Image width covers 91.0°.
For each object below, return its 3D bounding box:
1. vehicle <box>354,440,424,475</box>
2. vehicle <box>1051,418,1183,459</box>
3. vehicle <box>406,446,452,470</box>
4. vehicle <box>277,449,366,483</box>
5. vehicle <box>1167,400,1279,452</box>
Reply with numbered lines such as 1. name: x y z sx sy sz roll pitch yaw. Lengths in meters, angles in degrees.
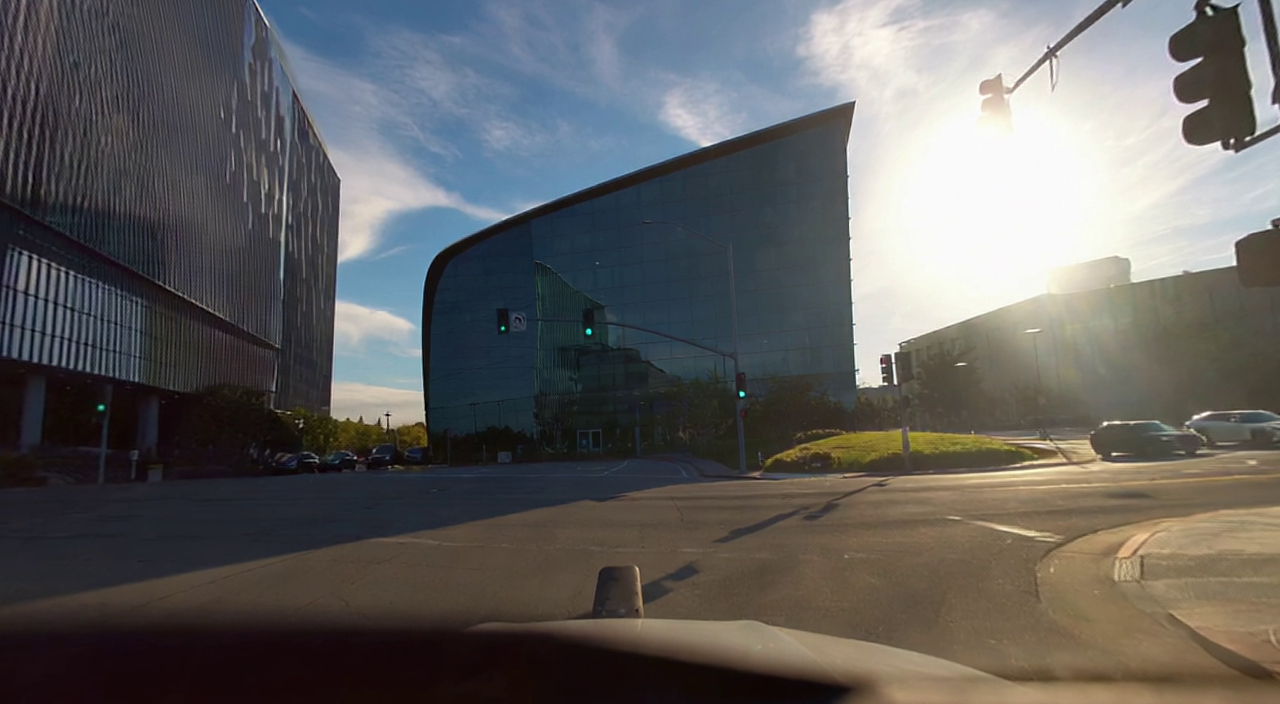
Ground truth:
1. vehicle: -14.877 6.292 37.688 2.091 1.915 5.040 0 -9 0
2. vehicle: 19.075 3.520 25.494 1.834 1.480 4.458 0 -9 -1
3. vehicle: -15.119 7.603 45.297 1.932 1.605 4.146 1 -9 -1
4. vehicle: -14.804 5.299 29.573 1.790 1.437 4.349 0 -9 2
5. vehicle: 24.414 3.020 25.173 2.109 1.836 5.080 -2 -10 -1
